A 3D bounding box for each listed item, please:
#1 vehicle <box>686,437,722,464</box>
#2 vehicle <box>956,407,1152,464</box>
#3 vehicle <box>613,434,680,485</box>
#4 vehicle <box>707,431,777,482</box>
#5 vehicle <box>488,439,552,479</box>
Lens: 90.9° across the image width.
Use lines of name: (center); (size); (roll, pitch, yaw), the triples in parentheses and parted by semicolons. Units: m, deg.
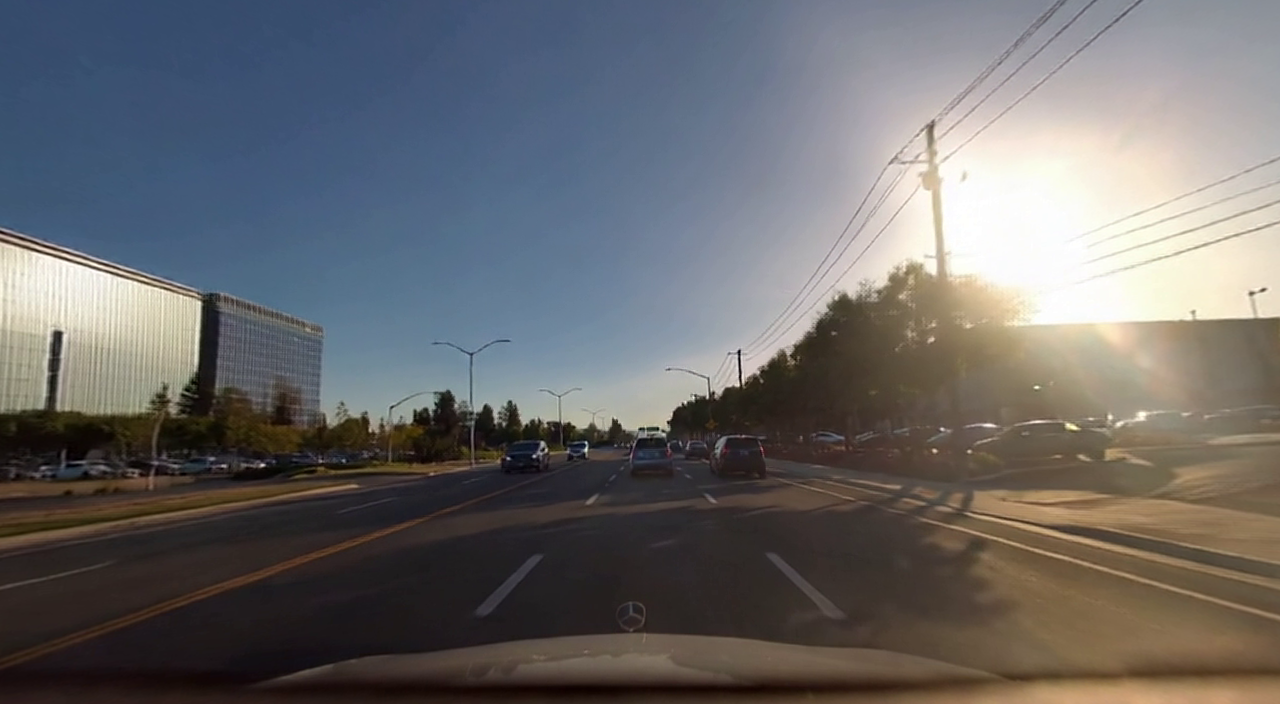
vehicle: (4.382, 6.820, 43.772); (2.024, 1.711, 4.512); (0, -8, 1)
vehicle: (15.417, 3.214, 23.897); (5.731, 1.720, 2.822); (-9, -10, 31)
vehicle: (0.241, 3.883, 23.019); (2.200, 1.653, 4.127); (0, -8, 1)
vehicle: (3.678, 3.850, 23.477); (1.914, 1.698, 4.049); (0, -8, 0)
vehicle: (-5.921, 5.342, 31.700); (2.193, 1.802, 4.946); (0, -8, 1)
